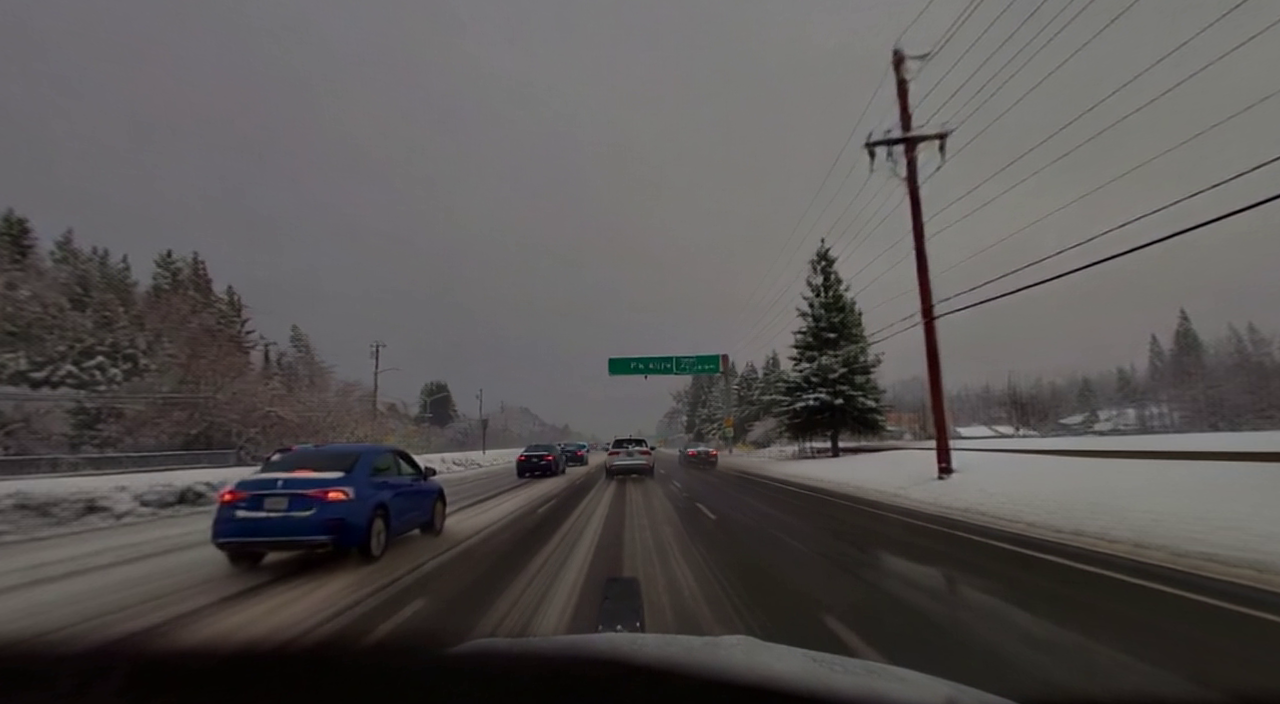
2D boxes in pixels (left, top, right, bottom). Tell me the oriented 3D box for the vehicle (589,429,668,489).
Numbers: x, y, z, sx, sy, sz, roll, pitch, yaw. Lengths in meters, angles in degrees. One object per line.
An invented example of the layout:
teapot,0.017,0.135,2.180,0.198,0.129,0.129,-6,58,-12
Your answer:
vehicle,-0.364,3.406,20.371,2.284,1.699,4.168,0,-8,-1

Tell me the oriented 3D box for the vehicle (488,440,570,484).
vehicle,-3.937,4.008,23.308,2.203,1.425,4.610,0,-8,0

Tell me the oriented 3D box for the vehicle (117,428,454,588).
vehicle,-3.936,1.774,8.134,1.958,1.447,4.454,0,-8,-3

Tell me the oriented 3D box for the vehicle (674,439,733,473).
vehicle,2.867,4.825,29.567,2.197,1.464,4.356,0,-8,-2
